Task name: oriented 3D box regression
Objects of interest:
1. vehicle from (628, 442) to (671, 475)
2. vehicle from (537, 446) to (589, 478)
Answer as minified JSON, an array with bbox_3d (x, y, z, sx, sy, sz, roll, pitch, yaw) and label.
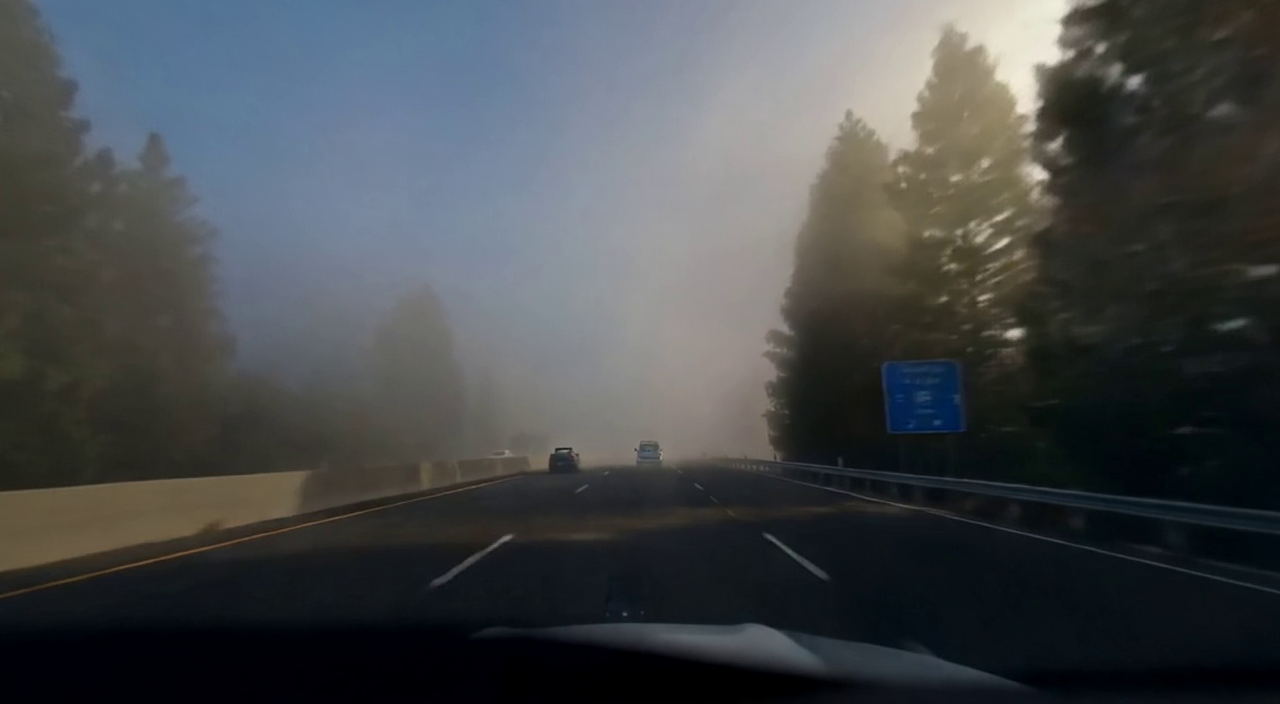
[{"bbox_3d":[0.481,5.736,34.162,2.172,1.687,3.929,0,-9,0],"label":"vehicle"},{"bbox_3d":[-3.793,5.487,31.640,1.998,1.460,4.422,0,-9,1],"label":"vehicle"}]
